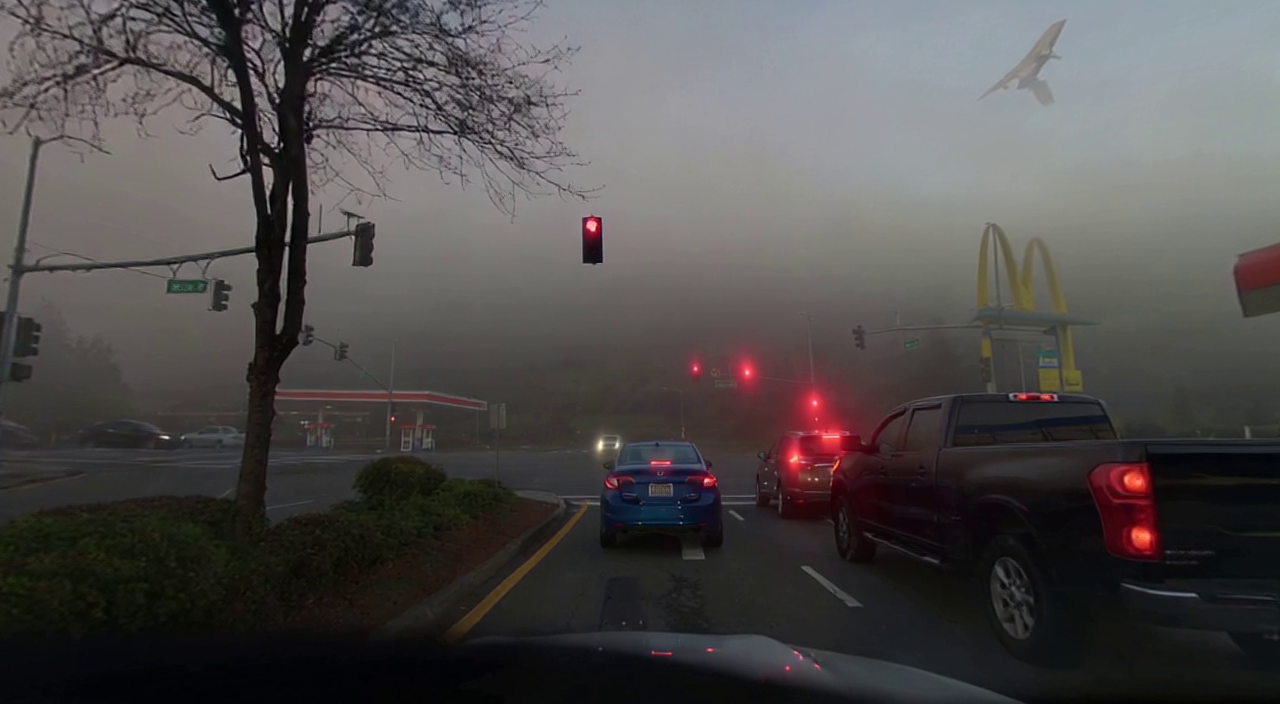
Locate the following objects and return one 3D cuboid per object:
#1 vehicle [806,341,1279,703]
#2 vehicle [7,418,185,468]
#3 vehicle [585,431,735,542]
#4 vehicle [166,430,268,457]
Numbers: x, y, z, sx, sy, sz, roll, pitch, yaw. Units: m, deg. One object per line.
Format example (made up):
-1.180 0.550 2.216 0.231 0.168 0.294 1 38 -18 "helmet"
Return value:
3.561 1.318 6.094 2.277 1.871 6.143 0 -8 0 "vehicle"
-19.925 3.364 23.248 4.742 1.720 2.107 -1 -8 5 "vehicle"
0.260 2.114 10.536 2.027 1.494 3.824 0 -8 0 "vehicle"
-23.094 5.033 34.494 4.326 1.420 1.798 -1 -8 4 "vehicle"
